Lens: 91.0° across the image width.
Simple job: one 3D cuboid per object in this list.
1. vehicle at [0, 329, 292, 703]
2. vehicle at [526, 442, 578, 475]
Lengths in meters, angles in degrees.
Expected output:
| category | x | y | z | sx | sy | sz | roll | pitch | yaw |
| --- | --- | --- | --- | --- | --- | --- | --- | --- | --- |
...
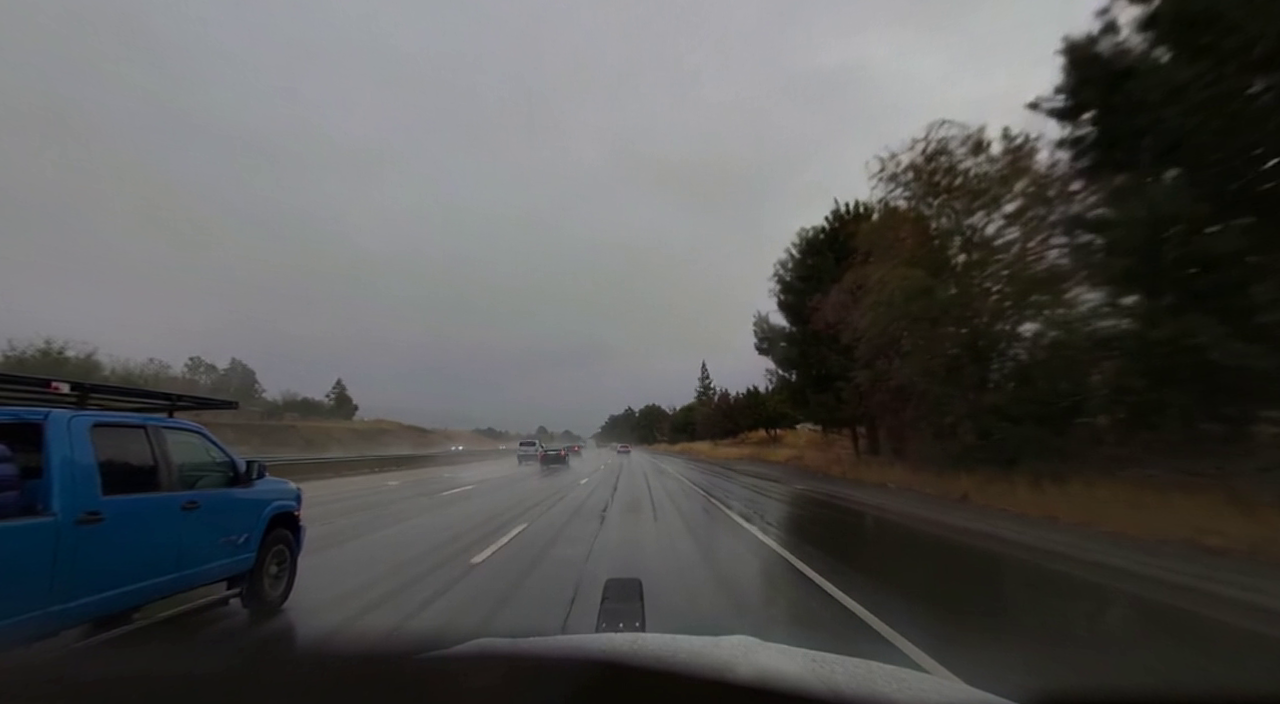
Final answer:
| category | x | y | z | sx | sy | sz | roll | pitch | yaw |
| --- | --- | --- | --- | --- | --- | --- | --- | --- | --- |
| vehicle | -3.862 | 0.762 | 2.331 | 2.200 | 1.807 | 5.041 | 0 | -9 | 1 |
| vehicle | -4.325 | 5.323 | 31.737 | 2.012 | 1.509 | 4.359 | 0 | -9 | 0 |
